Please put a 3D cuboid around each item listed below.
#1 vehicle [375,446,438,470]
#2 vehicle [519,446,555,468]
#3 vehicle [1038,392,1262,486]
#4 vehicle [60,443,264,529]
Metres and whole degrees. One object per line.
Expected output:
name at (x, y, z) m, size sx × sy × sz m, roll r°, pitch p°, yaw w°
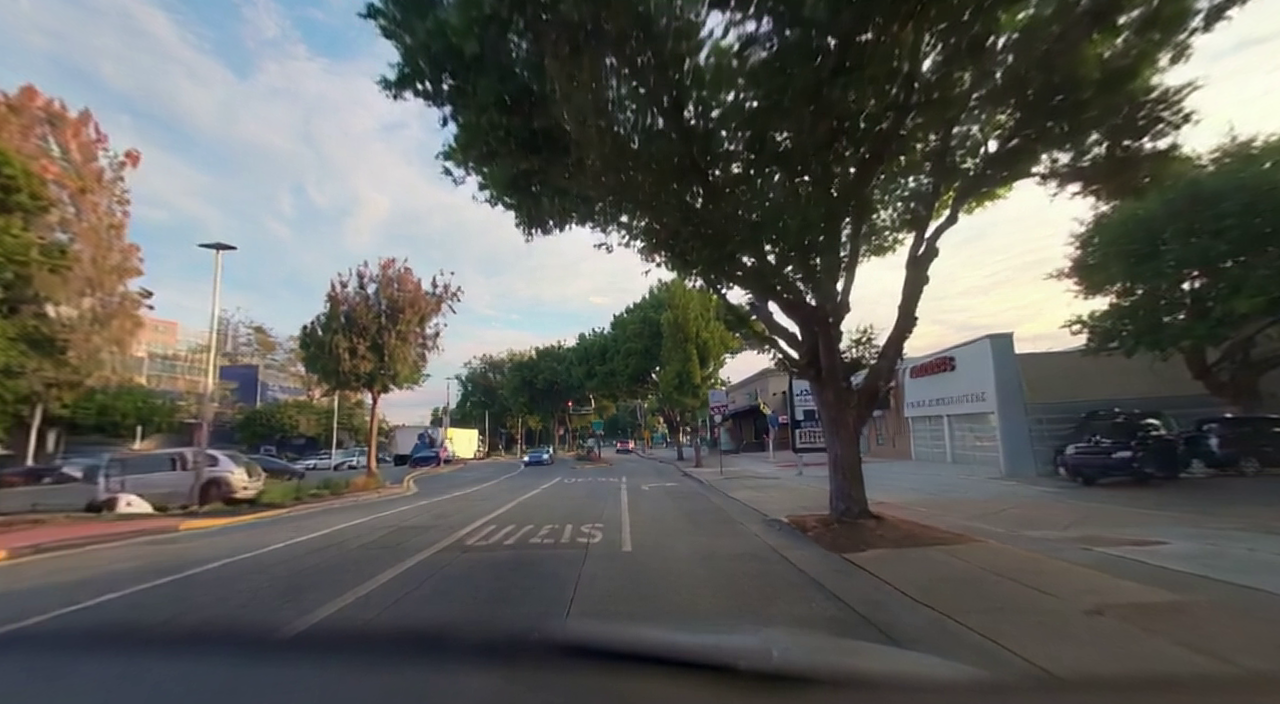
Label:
vehicle at (-17.945, 8.168, 48.789) m, size 2.101 × 1.721 × 4.587 m, roll -3°, pitch -9°, yaw 18°
vehicle at (-7.389, 7.596, 45.819) m, size 1.899 × 1.517 × 4.384 m, roll 0°, pitch -8°, yaw 0°
vehicle at (12.649, 2.240, 16.170) m, size 2.112 × 2.050 × 4.327 m, roll -1°, pitch -8°, yaw 2°
vehicle at (-12.782, 3.536, 17.349) m, size 2.000 × 2.008 × 4.287 m, roll -1°, pitch -8°, yaw 3°
